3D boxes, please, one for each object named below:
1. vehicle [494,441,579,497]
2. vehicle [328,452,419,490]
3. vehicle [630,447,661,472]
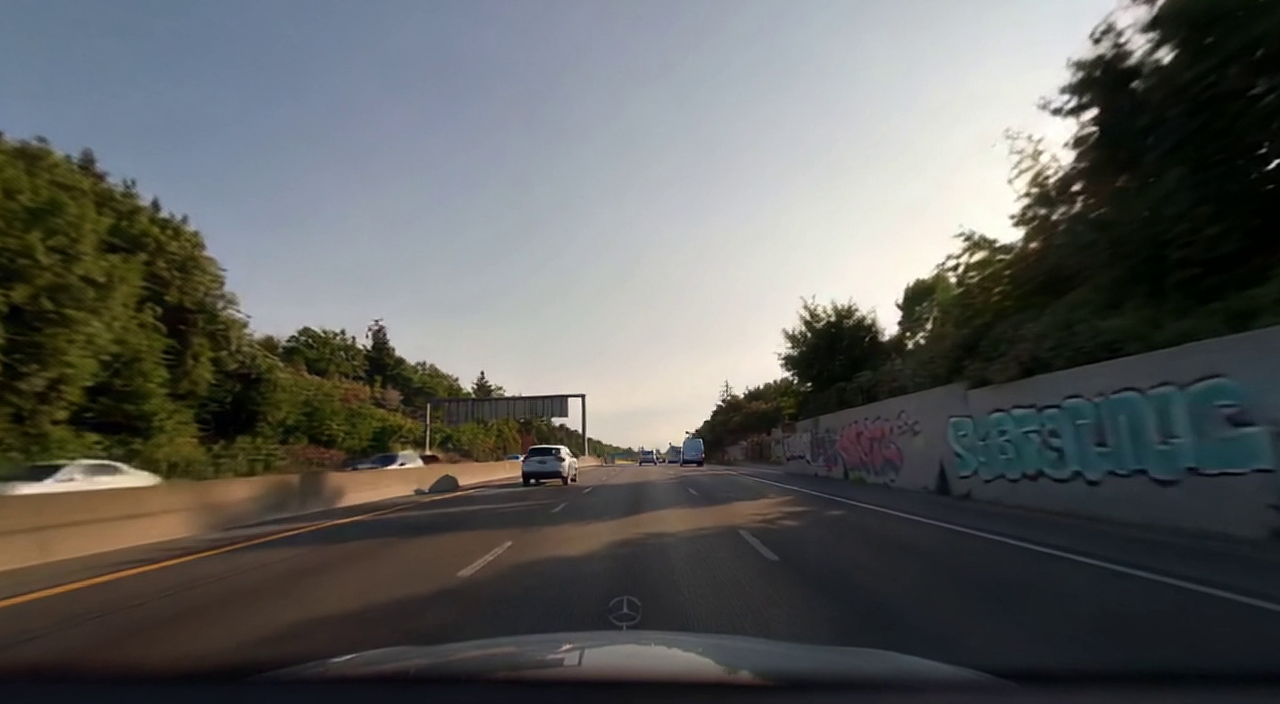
[{"bbox_3d":[-3.258,3.789,20.784,1.964,1.618,4.489,0,-9,1],"label":"vehicle"},{"bbox_3d":[-11.791,5.272,28.287,2.058,1.540,4.479,0,-9,1],"label":"vehicle"},{"bbox_3d":[0.395,7.539,44.457,2.108,1.663,3.159,0,-9,1],"label":"vehicle"}]
